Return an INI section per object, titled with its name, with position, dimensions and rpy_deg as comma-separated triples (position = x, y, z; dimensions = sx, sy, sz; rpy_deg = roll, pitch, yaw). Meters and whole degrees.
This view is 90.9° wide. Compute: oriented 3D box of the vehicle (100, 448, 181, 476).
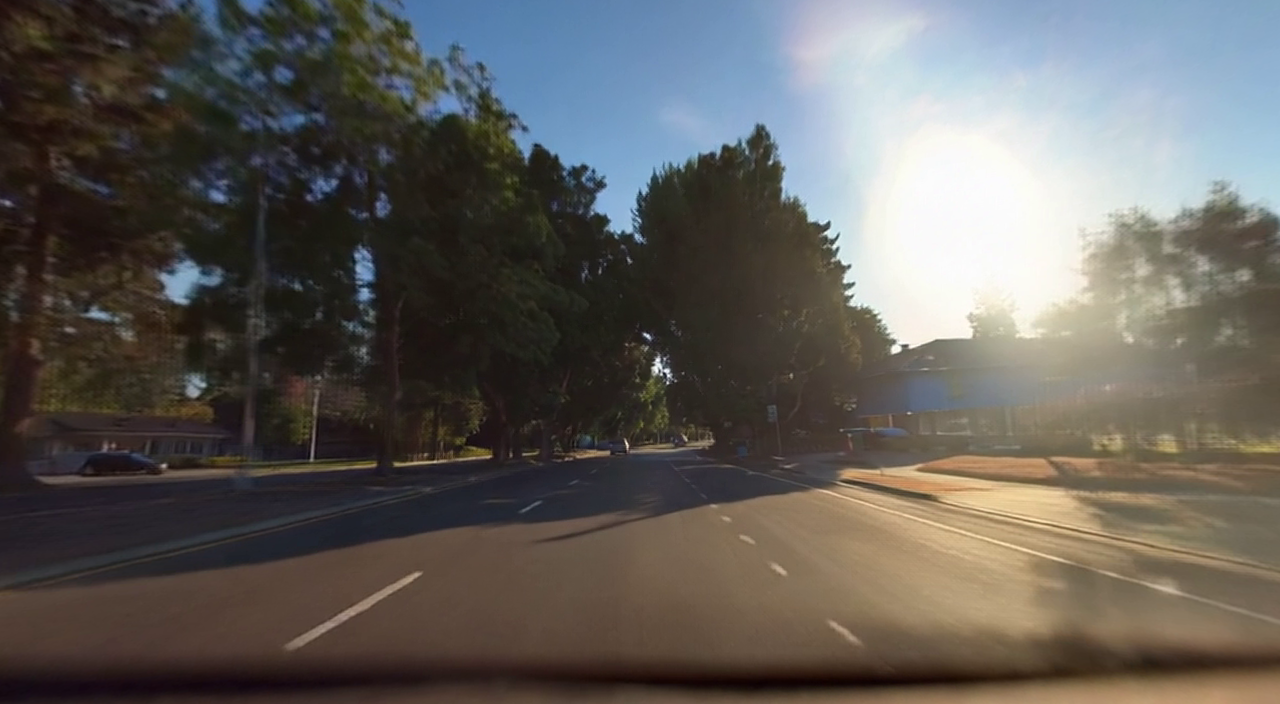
[vehicle]
position = -34.256, 7.509, 43.336
dimensions = 2.036, 1.754, 4.177
rpy_deg = 0, -8, 1
